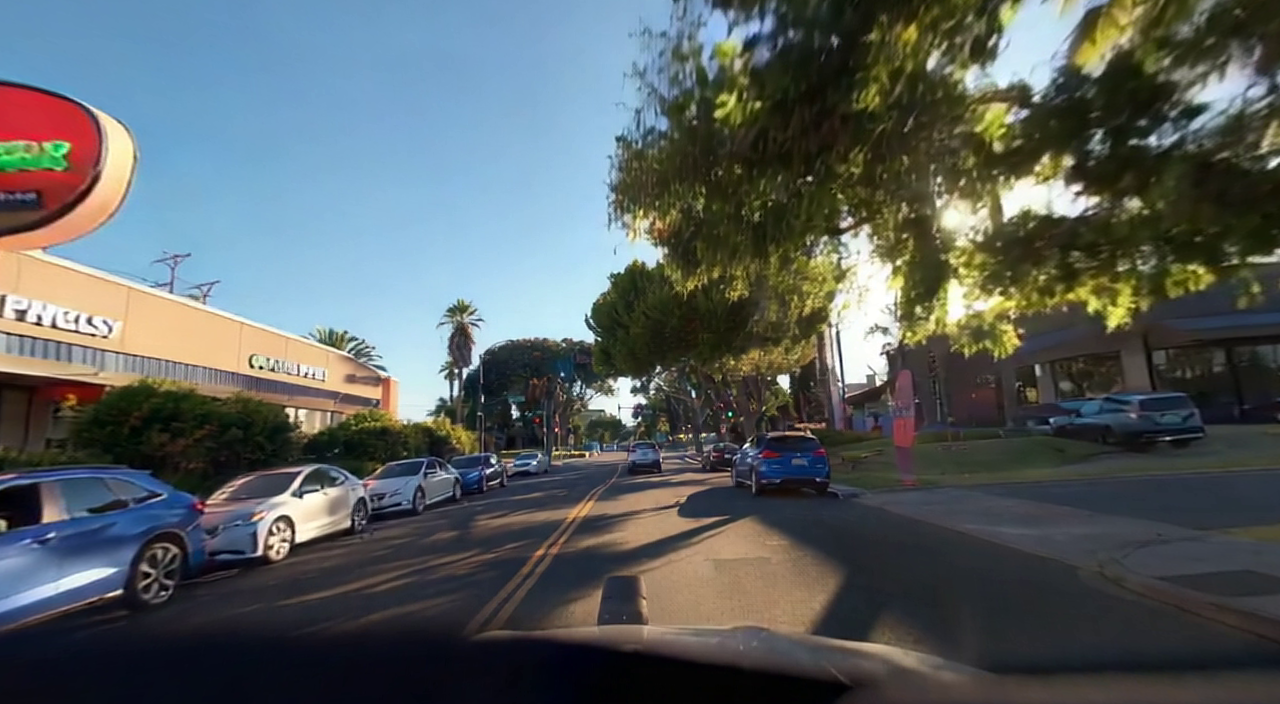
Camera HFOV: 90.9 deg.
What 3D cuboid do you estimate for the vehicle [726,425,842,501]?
[{"bbox_3d":[3.804,3.026,17.746,2.099,1.786,5.198,0,-8,1],"label":"vehicle"}]

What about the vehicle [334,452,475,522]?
[{"bbox_3d":[-6.006,3.467,16.795,1.874,1.472,4.668,-1,-8,1],"label":"vehicle"}]

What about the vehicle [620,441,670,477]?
[{"bbox_3d":[0.194,4.666,27.763,2.060,1.452,4.078,0,-8,0],"label":"vehicle"}]

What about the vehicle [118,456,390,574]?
[{"bbox_3d":[-6.170,2.597,10.858,1.810,1.489,4.336,-1,-8,2],"label":"vehicle"}]

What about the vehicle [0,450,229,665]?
[{"bbox_3d":[-6.148,1.879,5.388,2.186,1.621,4.795,-10,-8,-4],"label":"vehicle"}]

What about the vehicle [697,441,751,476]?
[{"bbox_3d":[3.751,4.799,28.771,1.821,1.417,4.454,0,-8,0],"label":"vehicle"}]
